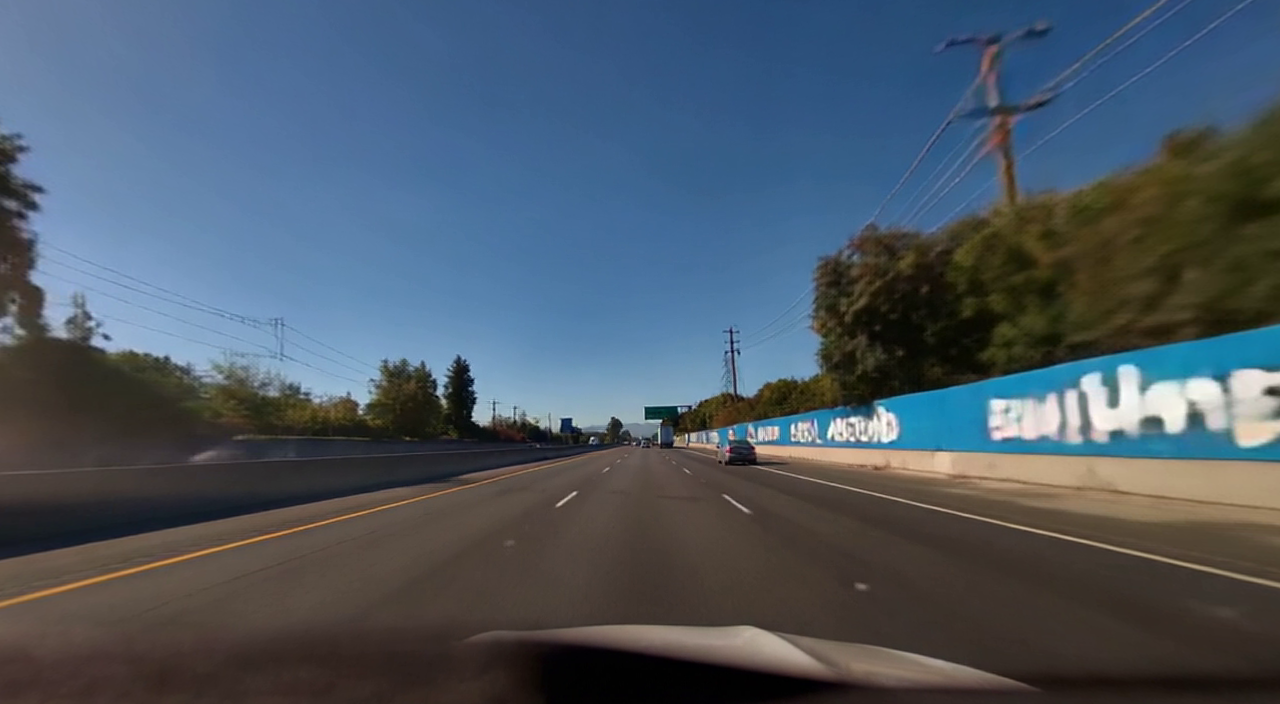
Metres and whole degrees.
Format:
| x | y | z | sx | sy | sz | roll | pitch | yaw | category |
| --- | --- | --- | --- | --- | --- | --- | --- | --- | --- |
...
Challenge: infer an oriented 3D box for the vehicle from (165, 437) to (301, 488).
| x | y | z | sx | sy | sz | roll | pitch | yaw | category |
| --- | --- | --- | --- | --- | --- | --- | --- | --- | --- |
| -14.160 | 3.852 | 22.219 | 1.909 | 1.603 | 4.199 | 0 | -8 | 1 | vehicle |

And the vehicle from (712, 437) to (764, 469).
| x | y | z | sx | sy | sz | roll | pitch | yaw | category |
| --- | --- | --- | --- | --- | --- | --- | --- | --- | --- |
| 4.900 | 5.100 | 32.044 | 1.991 | 1.494 | 3.951 | 0 | -8 | -1 | vehicle |

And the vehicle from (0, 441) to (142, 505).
| x | y | z | sx | sy | sz | roll | pitch | yaw | category |
| --- | --- | --- | --- | --- | --- | --- | --- | --- | --- |
| -19.120 | 3.824 | 20.472 | 2.011 | 1.816 | 4.516 | 0 | -8 | 1 | vehicle |
